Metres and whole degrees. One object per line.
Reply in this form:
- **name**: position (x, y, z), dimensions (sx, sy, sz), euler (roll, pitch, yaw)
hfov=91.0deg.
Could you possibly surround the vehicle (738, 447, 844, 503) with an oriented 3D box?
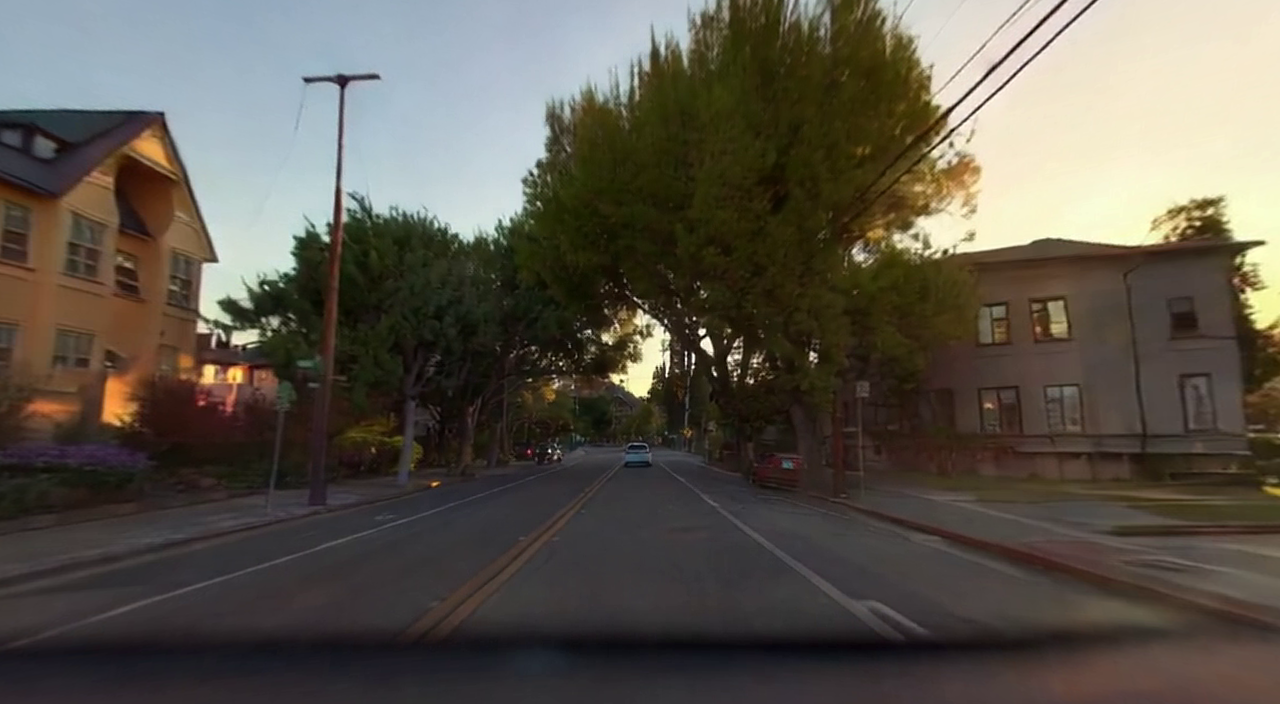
- **vehicle**: position (4.489, 3.728, 19.640), dimensions (1.977, 1.481, 5.155), euler (0, -8, -1)

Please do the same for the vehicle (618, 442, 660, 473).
- **vehicle**: position (-0.081, 5.559, 33.331), dimensions (2.104, 1.500, 3.815), euler (0, -8, -1)
